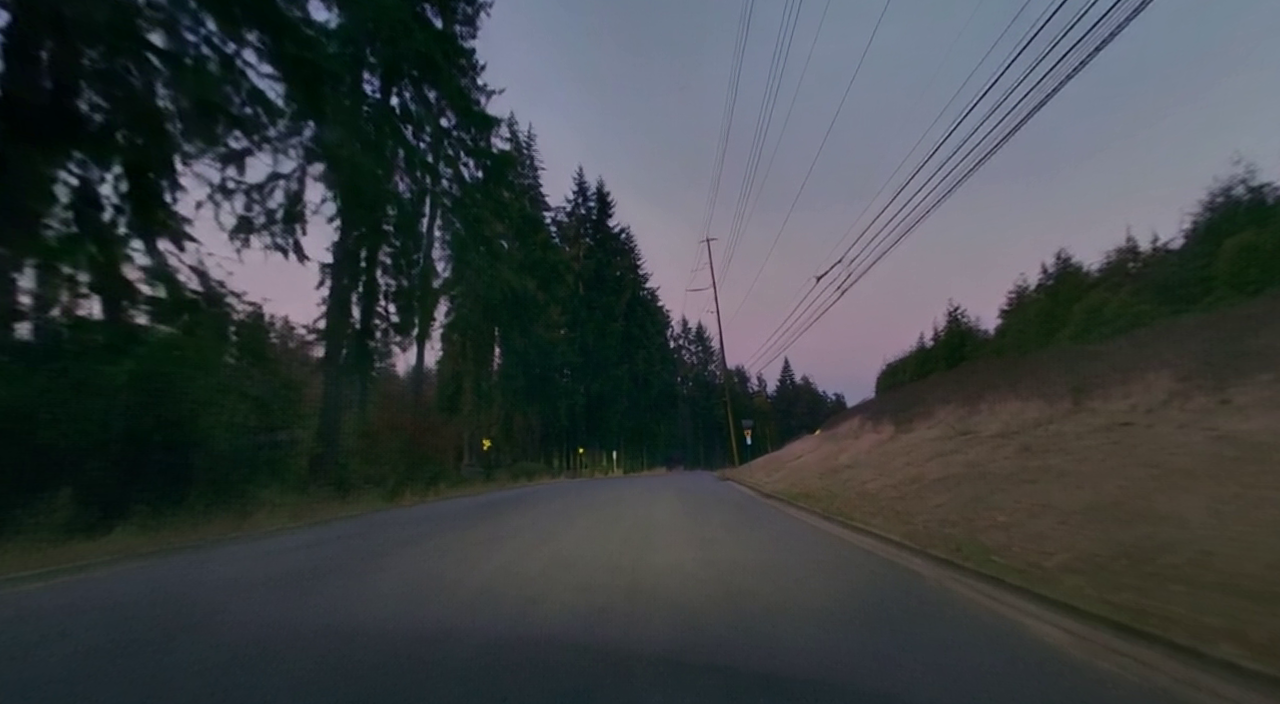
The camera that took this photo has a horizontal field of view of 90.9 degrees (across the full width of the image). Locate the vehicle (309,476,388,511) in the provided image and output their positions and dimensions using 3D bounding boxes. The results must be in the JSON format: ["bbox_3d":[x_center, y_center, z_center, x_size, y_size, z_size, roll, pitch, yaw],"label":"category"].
[{"bbox_3d":[-16.322,7.866,35.279,4.043,1.673,1.970,-5,-10,30],"label":"vehicle"}]
